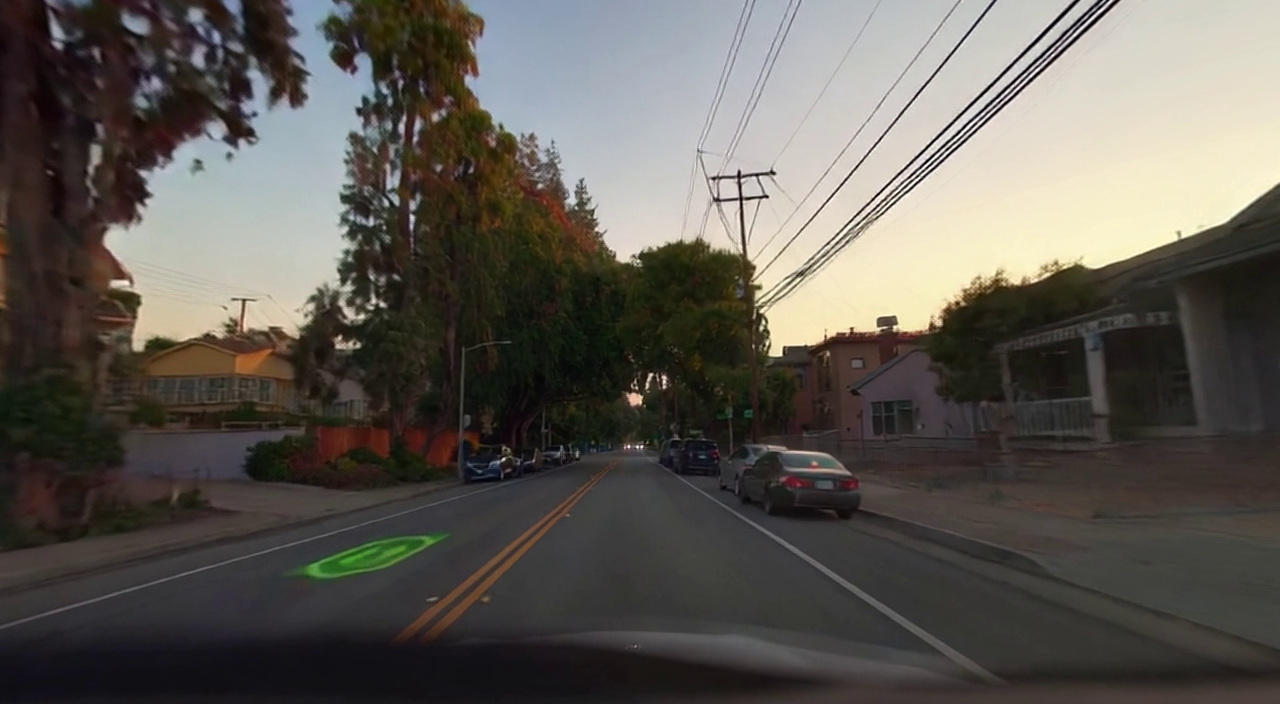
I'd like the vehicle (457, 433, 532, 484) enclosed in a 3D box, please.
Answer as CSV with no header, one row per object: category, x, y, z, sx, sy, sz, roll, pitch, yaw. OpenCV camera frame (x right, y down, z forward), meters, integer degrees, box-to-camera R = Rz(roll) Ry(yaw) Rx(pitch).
vehicle,-6.785,4.980,30.156,2.451,2.099,5.112,-1,-7,0

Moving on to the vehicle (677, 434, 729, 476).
vehicle,3.163,5.317,32.833,2.065,1.953,5.359,0,-8,-1

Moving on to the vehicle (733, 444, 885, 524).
vehicle,3.321,2.672,13.439,1.967,1.382,4.361,0,-8,-1
